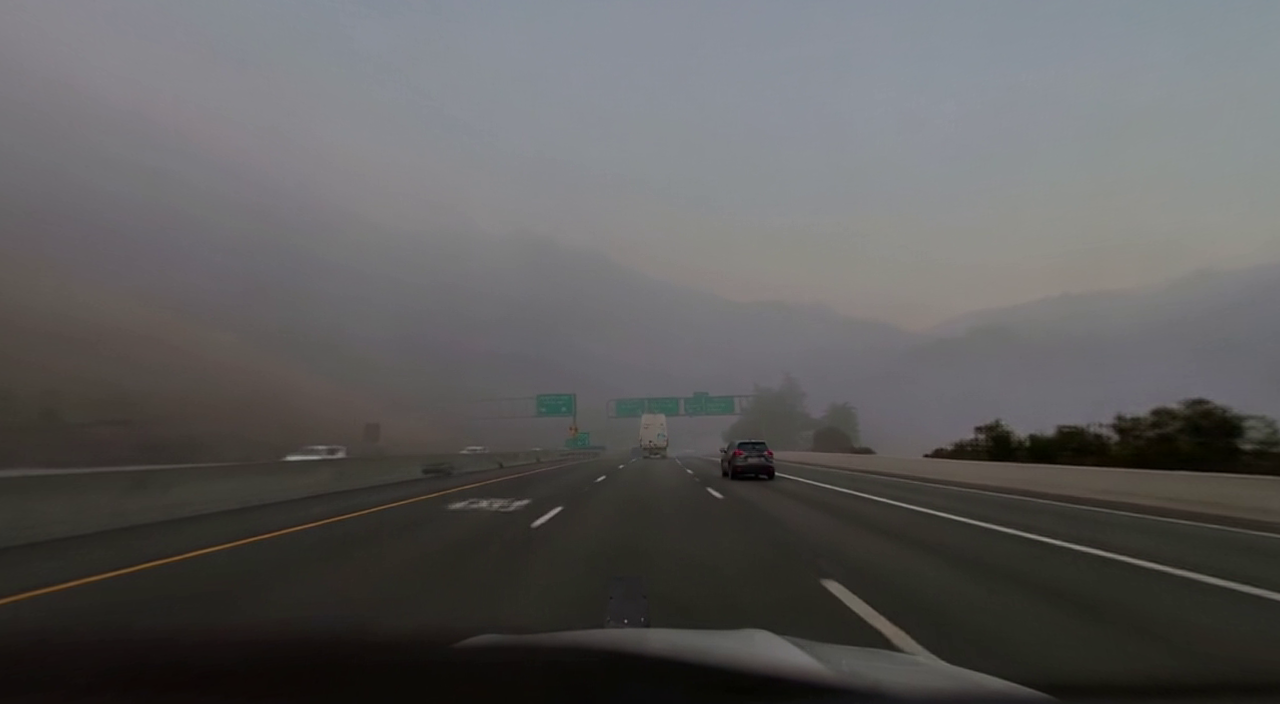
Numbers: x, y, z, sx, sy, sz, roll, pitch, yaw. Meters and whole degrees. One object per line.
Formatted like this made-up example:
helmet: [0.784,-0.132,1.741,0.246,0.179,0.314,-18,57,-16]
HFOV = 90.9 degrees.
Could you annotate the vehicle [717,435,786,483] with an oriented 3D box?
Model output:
vehicle: [4.075,3.963,23.612,1.880,1.624,3.941,0,-8,0]

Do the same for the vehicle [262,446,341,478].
vehicle: [-19.068,6.193,35.739,1.872,1.654,4.504,0,-8,1]
